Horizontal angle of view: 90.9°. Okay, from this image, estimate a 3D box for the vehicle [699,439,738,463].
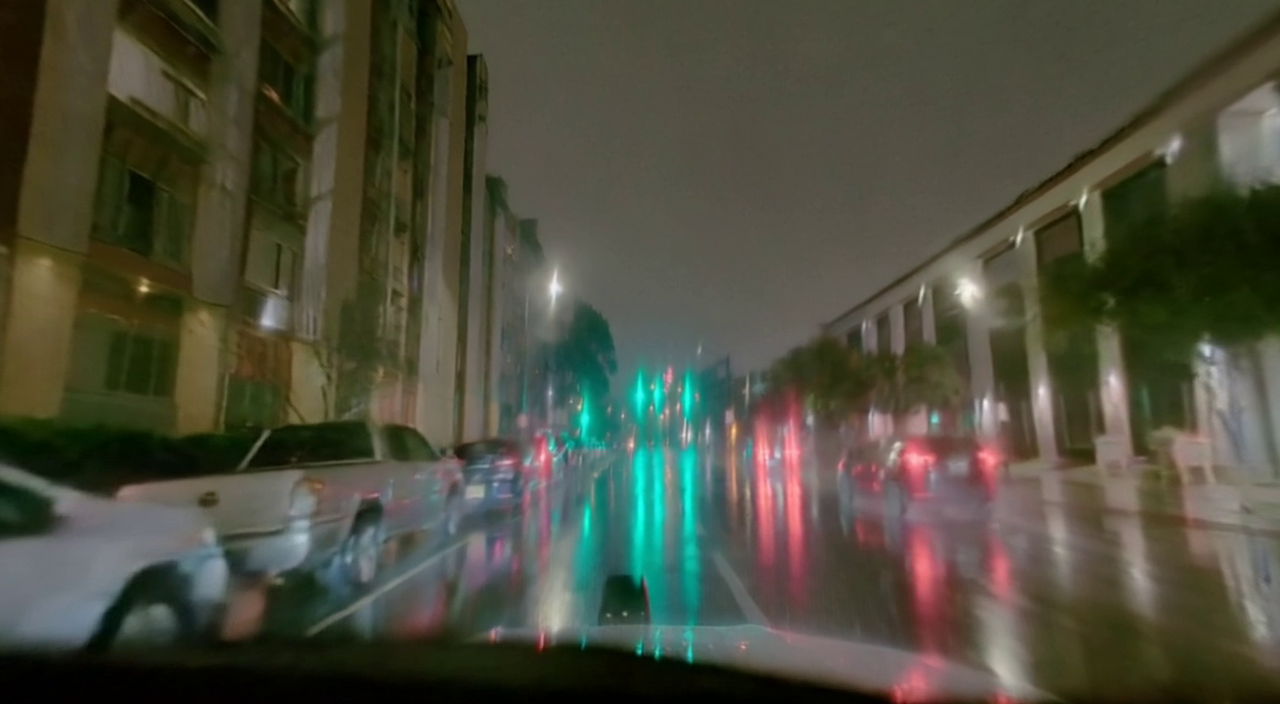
[{"bbox_3d":[5.149,6.548,41.829,1.917,1.467,4.452,0,-8,-1],"label":"vehicle"}]

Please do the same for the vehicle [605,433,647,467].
[{"bbox_3d":[-0.715,5.211,33.650,2.122,1.689,3.885,0,-8,0],"label":"vehicle"}]

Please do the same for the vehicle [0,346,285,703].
[{"bbox_3d":[-3.277,0.741,1.693,1.951,1.671,4.615,0,-8,0],"label":"vehicle"}]

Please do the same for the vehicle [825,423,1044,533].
[{"bbox_3d":[4.949,2.158,11.391,1.891,1.599,4.173,0,-8,0],"label":"vehicle"}]

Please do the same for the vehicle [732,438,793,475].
[{"bbox_3d":[5.151,4.418,26.909,1.799,1.463,3.464,0,-8,-2],"label":"vehicle"}]
